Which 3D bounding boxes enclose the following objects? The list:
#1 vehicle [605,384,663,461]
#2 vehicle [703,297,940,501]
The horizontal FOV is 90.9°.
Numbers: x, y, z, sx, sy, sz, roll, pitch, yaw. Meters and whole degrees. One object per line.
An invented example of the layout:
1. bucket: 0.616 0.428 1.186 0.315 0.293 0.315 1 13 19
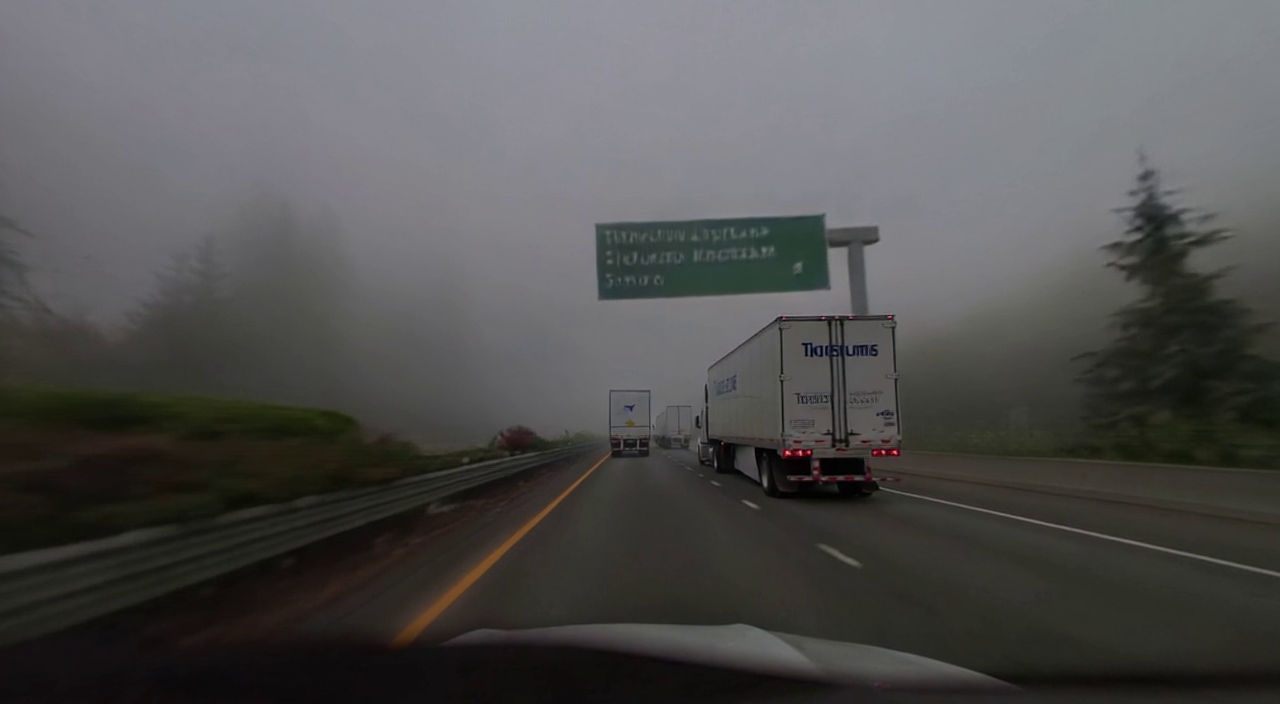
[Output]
1. vehicle: -0.371 4.321 37.679 2.958 3.917 10.196 0 -8 -1
2. vehicle: 4.378 1.889 20.063 2.856 4.145 14.500 0 -8 -2
